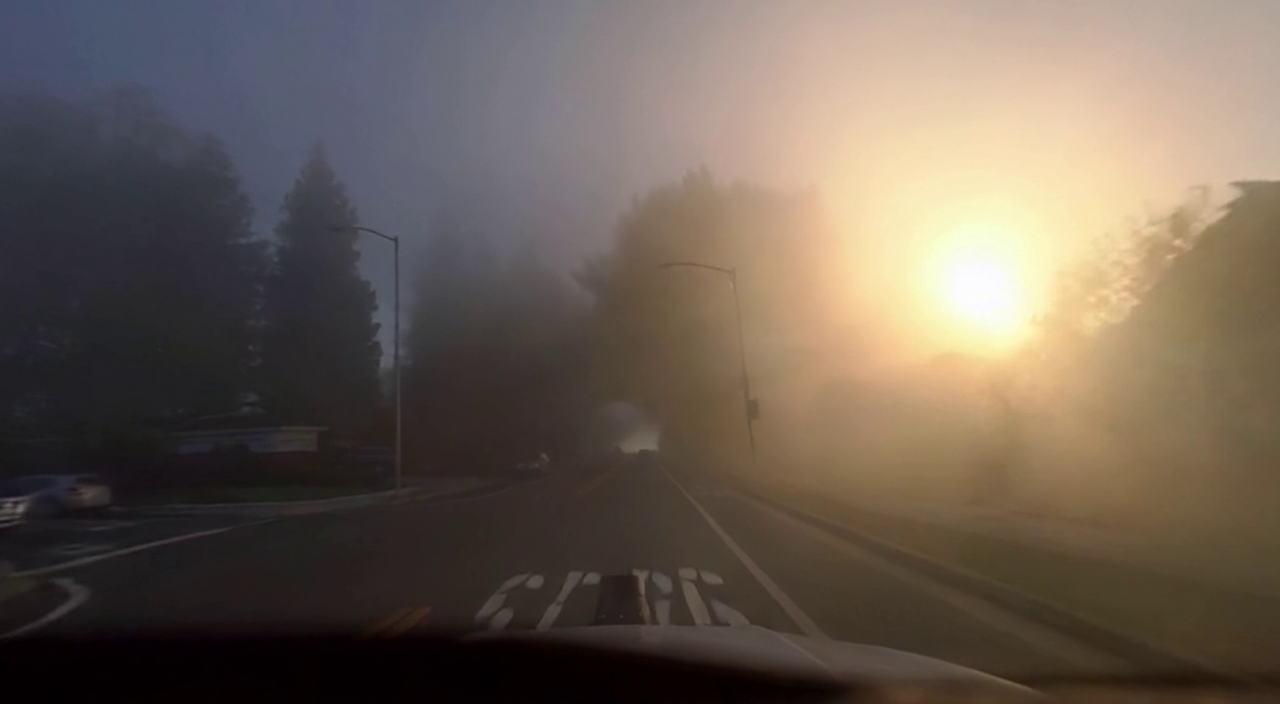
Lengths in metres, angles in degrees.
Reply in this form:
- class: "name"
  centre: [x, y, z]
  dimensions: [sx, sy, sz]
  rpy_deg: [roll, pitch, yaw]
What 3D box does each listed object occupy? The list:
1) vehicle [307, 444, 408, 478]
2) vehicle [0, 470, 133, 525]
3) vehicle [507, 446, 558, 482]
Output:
- class: "vehicle"
  centre: [-15.613, 6.015, 35.010]
  dimensions: [4.735, 1.712, 1.992]
  rpy_deg: [-2, -9, 9]
- class: "vehicle"
  centre: [-17.798, 4.246, 18.640]
  dimensions: [4.321, 1.452, 1.911]
  rpy_deg: [-2, -9, 9]
- class: "vehicle"
  centre: [-6.544, 6.880, 38.892]
  dimensions: [2.176, 1.885, 5.174]
  rpy_deg: [-5, -10, -1]
